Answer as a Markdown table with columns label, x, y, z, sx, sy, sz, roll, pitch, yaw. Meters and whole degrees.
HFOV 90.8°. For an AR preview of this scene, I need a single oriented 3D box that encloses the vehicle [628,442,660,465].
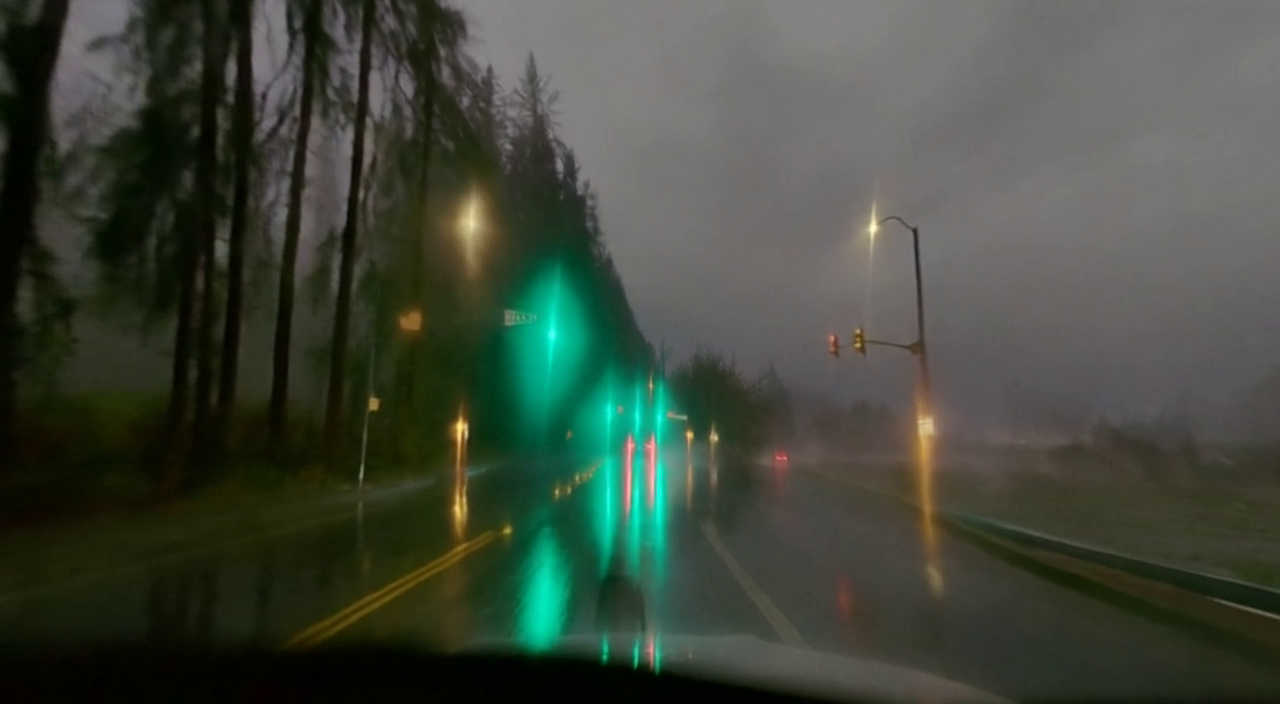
| label | x | y | z | sx | sy | sz | roll | pitch | yaw |
| --- | --- | --- | --- | --- | --- | --- | --- | --- | --- |
| vehicle | 0.313 | 6.855 | 42.752 | 2.042 | 1.489 | 3.963 | -1 | -9 | 2 |
